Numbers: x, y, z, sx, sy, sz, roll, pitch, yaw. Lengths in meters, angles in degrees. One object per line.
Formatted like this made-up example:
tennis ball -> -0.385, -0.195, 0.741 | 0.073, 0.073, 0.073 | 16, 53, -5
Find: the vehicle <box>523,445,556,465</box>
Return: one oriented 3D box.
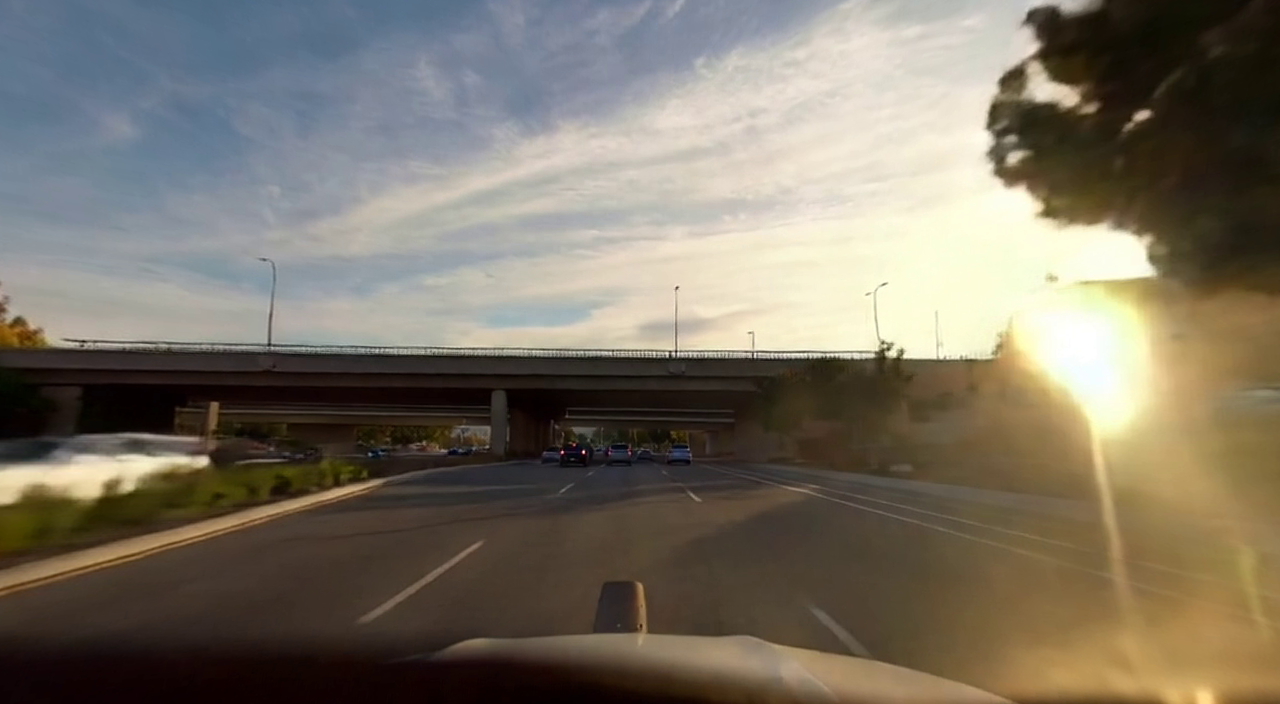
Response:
vehicle -> -7.754, 7.973, 49.135 | 2.007, 1.519, 4.366 | 0, -8, -3
